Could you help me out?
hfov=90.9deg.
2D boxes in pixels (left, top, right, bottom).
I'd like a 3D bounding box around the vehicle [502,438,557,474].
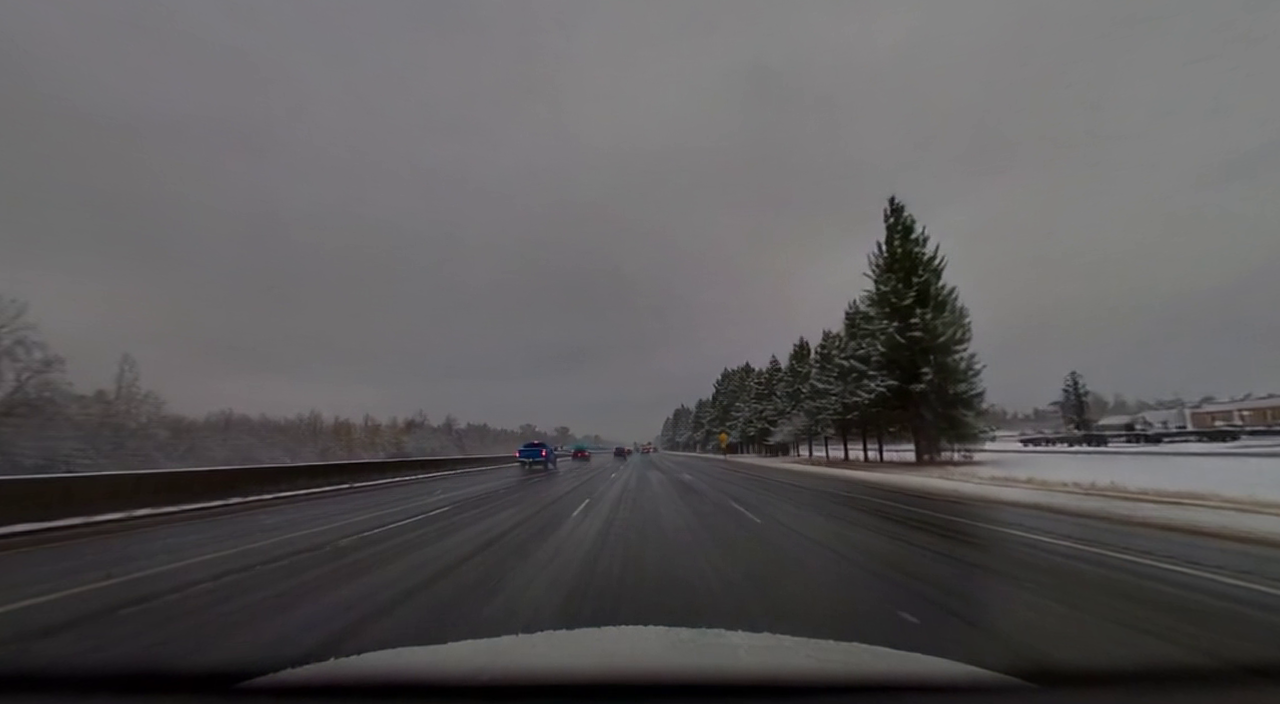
[{"bbox_3d":[-6.389,6.121,37.329,2.156,1.911,5.956,0,-8,0],"label":"vehicle"}]
